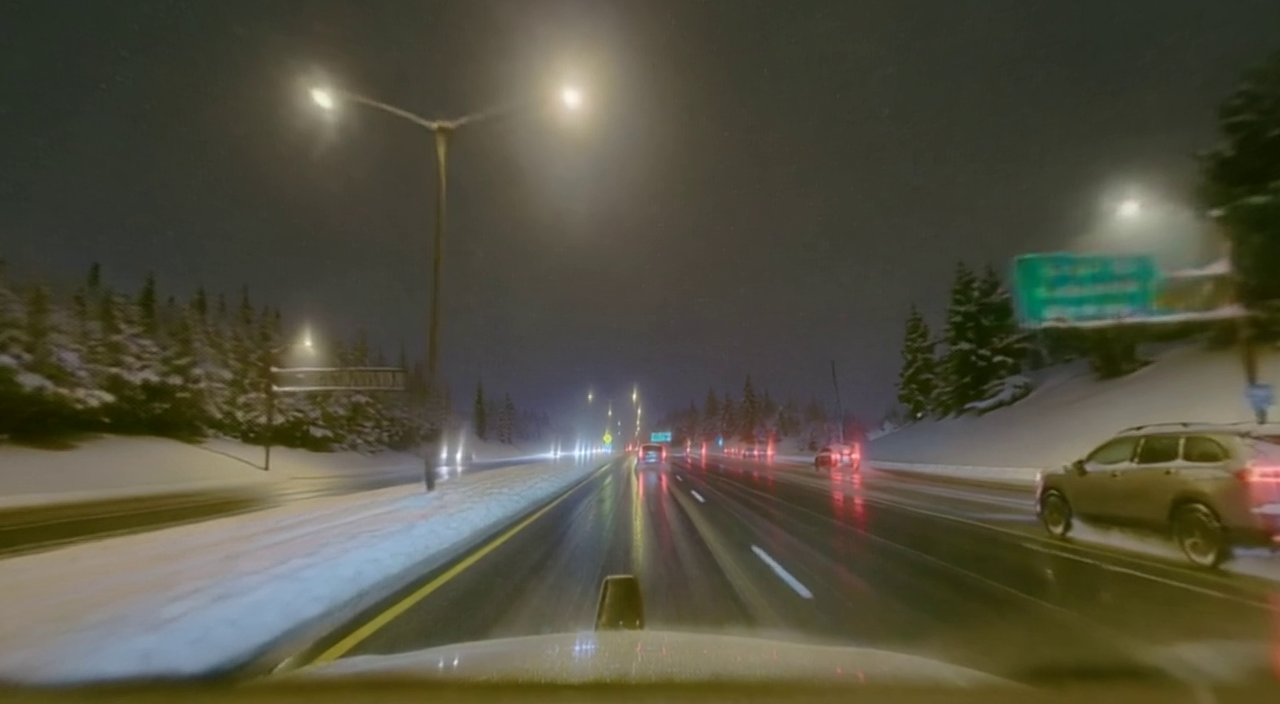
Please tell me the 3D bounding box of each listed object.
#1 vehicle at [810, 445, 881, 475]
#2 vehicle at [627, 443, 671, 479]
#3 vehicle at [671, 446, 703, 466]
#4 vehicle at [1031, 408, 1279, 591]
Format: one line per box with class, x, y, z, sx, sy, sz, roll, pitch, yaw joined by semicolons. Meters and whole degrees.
vehicle;10.937;5.773;34.065;2.087;1.442;4.834;0;-9;-1
vehicle;0.351;5.328;31.225;1.864;1.566;4.446;0;-8;-3
vehicle;3.495;7.837;47.583;1.993;1.427;4.204;0;-9;-1
vehicle;6.941;1.572;7.181;2.027;1.679;4.543;0;-9;0
